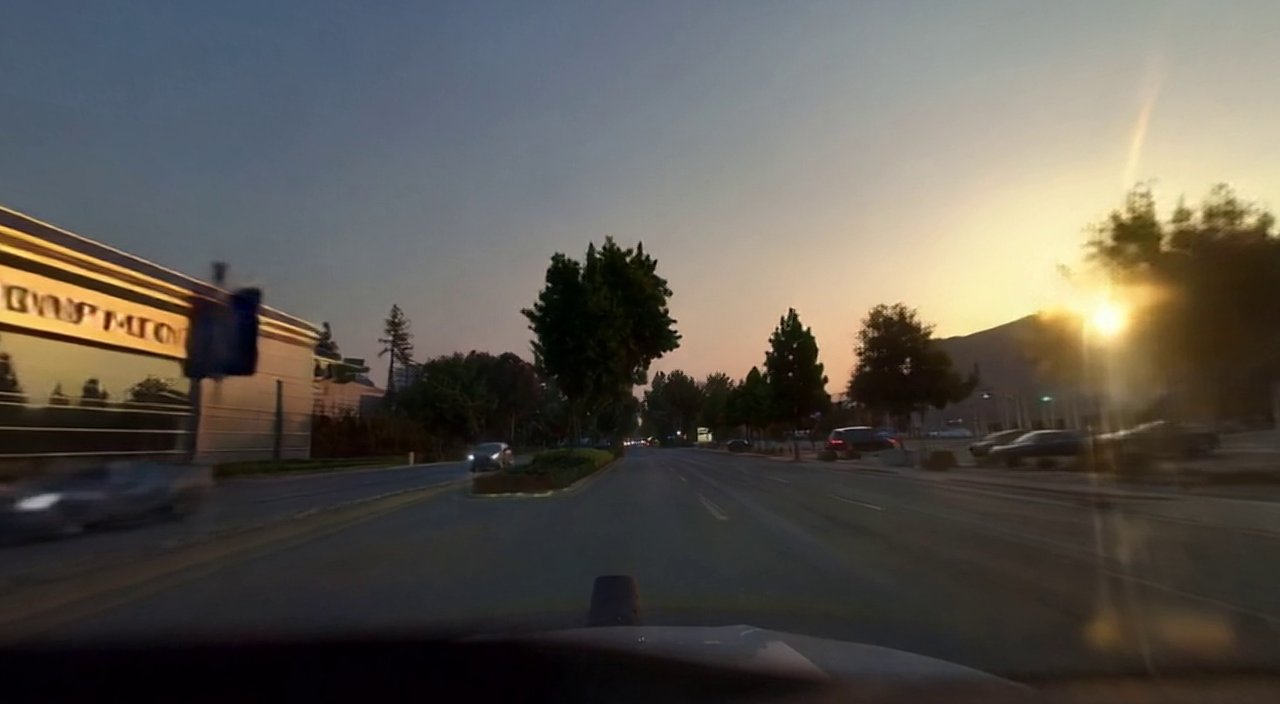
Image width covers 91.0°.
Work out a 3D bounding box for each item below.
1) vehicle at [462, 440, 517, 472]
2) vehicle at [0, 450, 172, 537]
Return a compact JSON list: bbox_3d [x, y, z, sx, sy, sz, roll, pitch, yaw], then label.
[{"bbox_3d":[-8.527,5.900,36.071,2.046,1.700,4.439,0,-8,1],"label":"vehicle"},{"bbox_3d":[-12.178,2.767,12.863,1.921,1.490,4.242,0,-9,0],"label":"vehicle"}]
